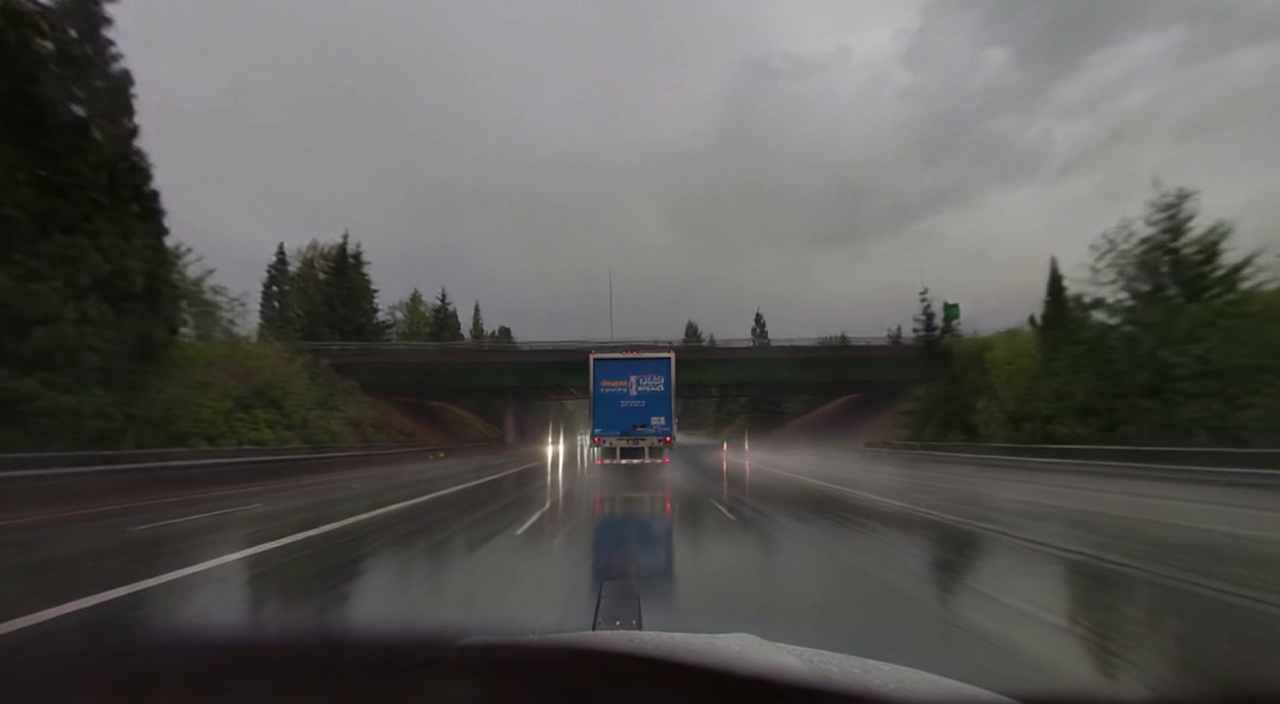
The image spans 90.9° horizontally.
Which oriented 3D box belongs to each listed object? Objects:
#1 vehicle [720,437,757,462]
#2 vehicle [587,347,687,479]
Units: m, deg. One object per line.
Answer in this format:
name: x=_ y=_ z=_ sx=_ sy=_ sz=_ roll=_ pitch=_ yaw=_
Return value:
vehicle: x=7.348 y=7.316 z=47.528 sx=2.050 sy=1.637 sz=4.397 roll=3 pitch=-7 yaw=0
vehicle: x=-0.322 y=2.436 z=23.576 sx=2.895 sy=3.861 sz=10.213 roll=0 pitch=-8 yaw=-3
